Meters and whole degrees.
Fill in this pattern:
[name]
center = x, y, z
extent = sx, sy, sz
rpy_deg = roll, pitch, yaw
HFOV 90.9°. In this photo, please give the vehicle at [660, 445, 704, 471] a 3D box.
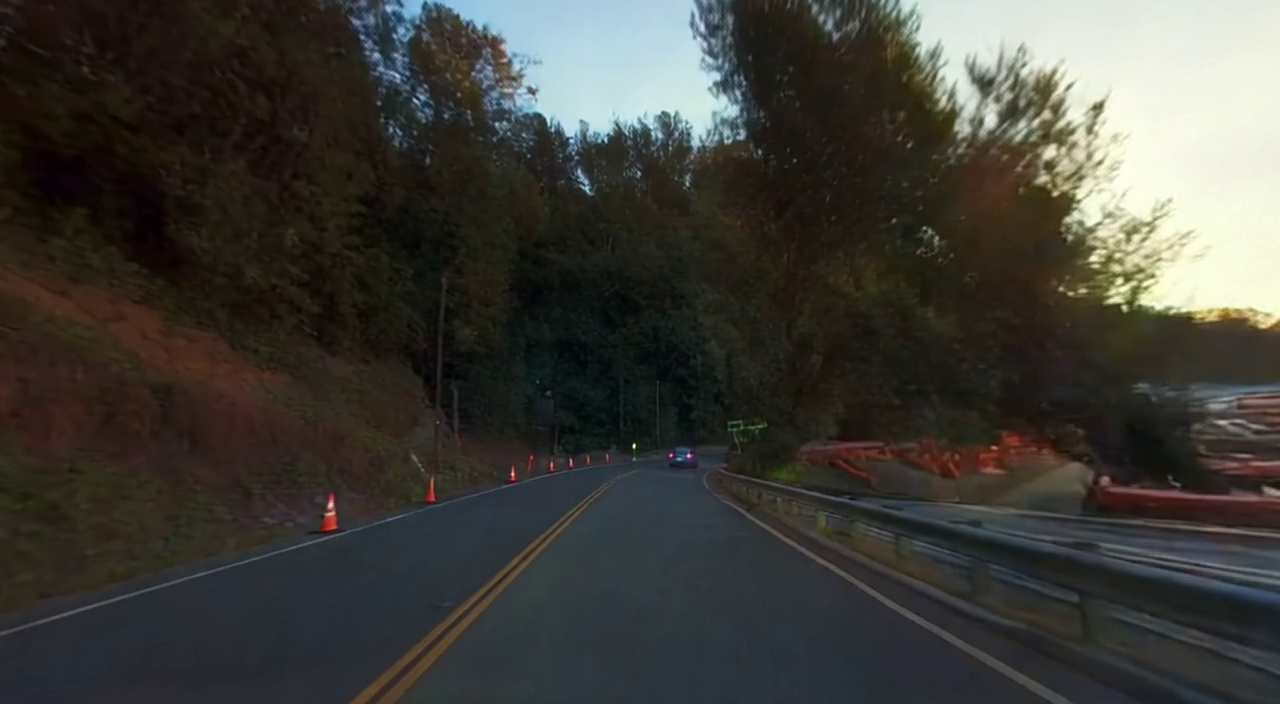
[vehicle]
center = 2.721, 6.686, 40.023
extent = 2.259, 1.503, 4.075
rpy_deg = -2, -9, 12
